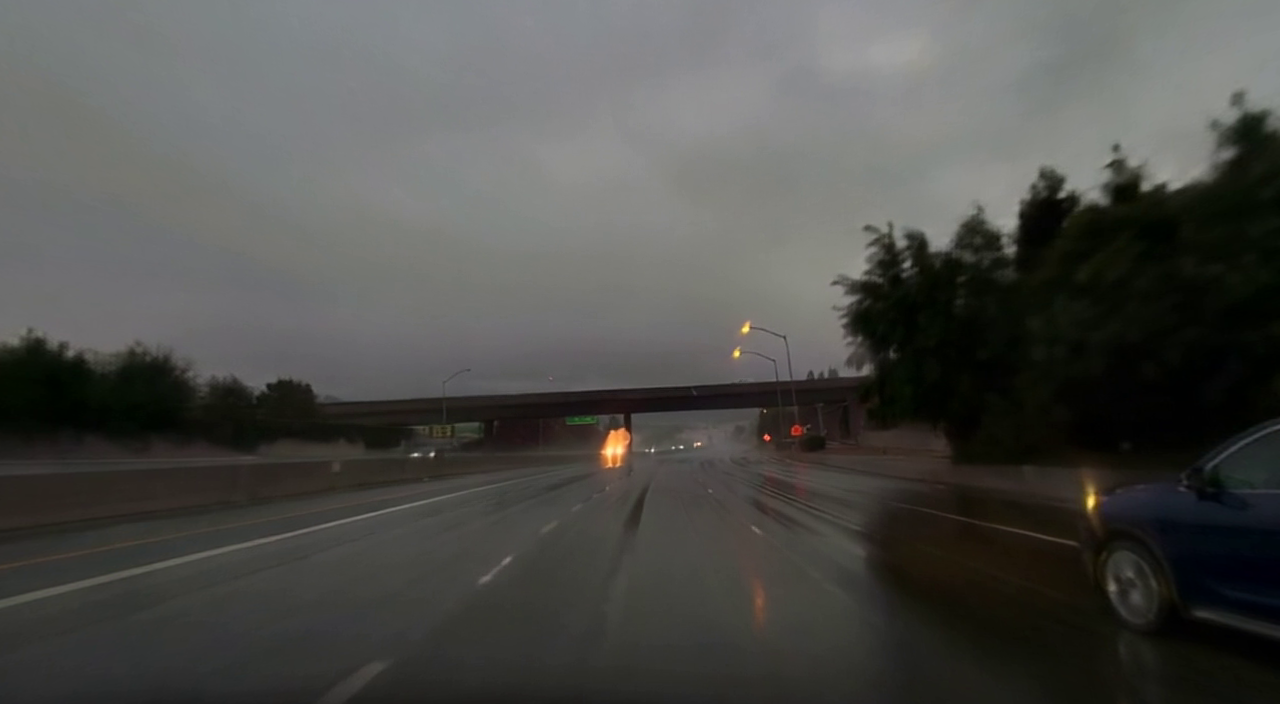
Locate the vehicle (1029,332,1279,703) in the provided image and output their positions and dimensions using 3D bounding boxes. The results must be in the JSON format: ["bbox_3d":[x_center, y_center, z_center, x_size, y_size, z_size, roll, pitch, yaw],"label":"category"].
[{"bbox_3d":[3.756,0.696,2.117,2.019,1.732,4.579,0,-8,1],"label":"vehicle"}]
